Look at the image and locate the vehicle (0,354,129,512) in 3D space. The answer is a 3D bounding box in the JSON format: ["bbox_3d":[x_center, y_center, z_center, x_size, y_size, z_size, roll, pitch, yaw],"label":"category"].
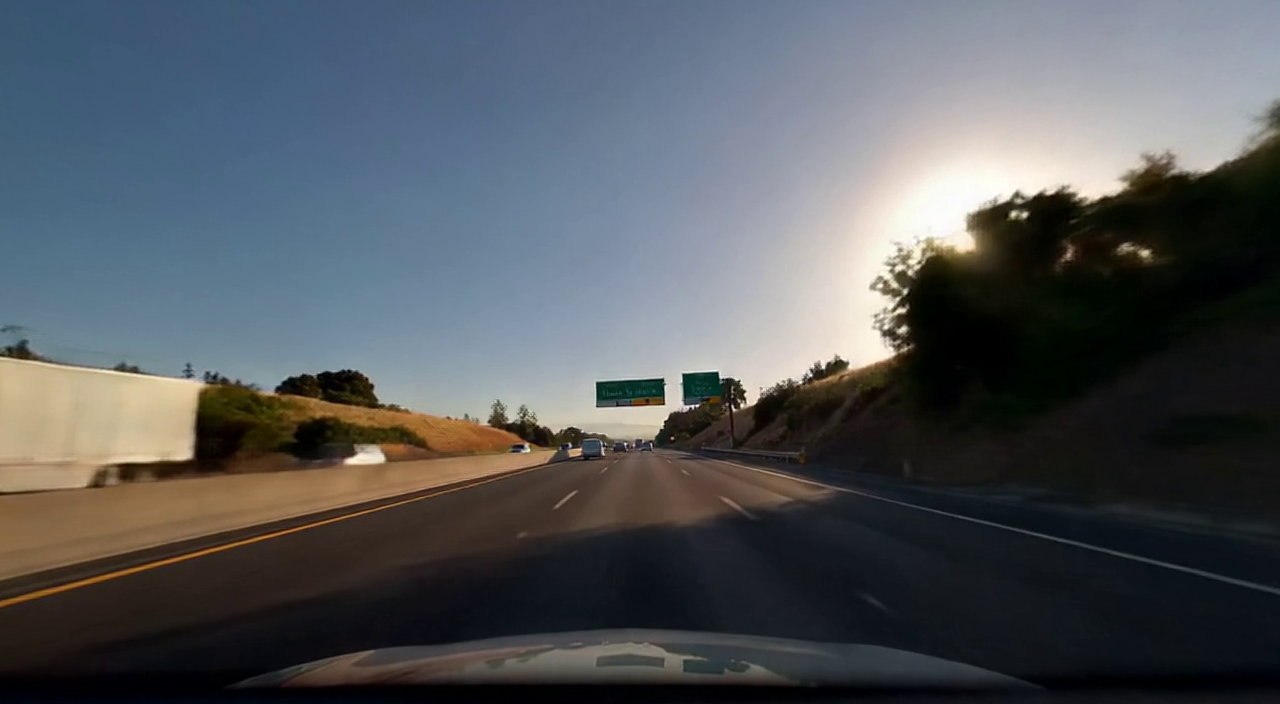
[{"bbox_3d":[-17.186,1.799,14.141,2.987,3.827,9.899,0,-8,0],"label":"vehicle"}]

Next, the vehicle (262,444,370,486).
[{"bbox_3d":[-12.812,4.454,25.245,1.994,1.519,4.317,0,-8,1],"label":"vehicle"}]

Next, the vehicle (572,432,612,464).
[{"bbox_3d":[-3.219,6.589,43.262,2.286,2.011,4.452,0,-8,1],"label":"vehicle"}]
